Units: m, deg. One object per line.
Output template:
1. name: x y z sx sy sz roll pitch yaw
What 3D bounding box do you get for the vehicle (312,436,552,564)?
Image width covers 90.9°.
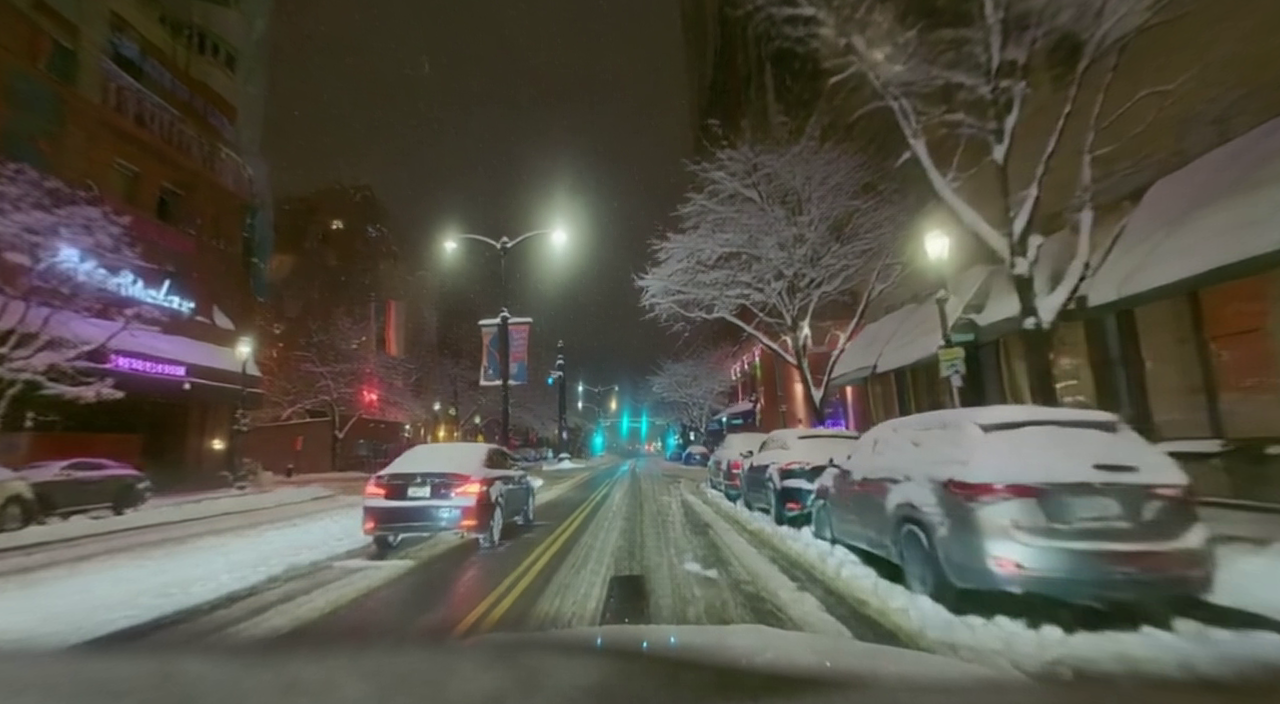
1. vehicle: -2.680 2.009 9.427 2.030 1.436 4.388 0 -8 1

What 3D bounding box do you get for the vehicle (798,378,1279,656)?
1. vehicle: 3.202 1.404 6.492 2.086 1.792 4.608 0 -8 2

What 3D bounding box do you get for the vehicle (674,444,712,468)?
1. vehicle: 3.400 6.800 41.379 1.950 1.462 4.807 0 -8 -1

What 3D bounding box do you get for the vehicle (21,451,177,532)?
1. vehicle: -12.378 3.016 14.325 4.522 1.479 2.048 -8 -11 42

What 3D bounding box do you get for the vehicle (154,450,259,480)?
1. vehicle: -23.649 6.167 34.472 4.358 1.522 1.970 0 -8 4
